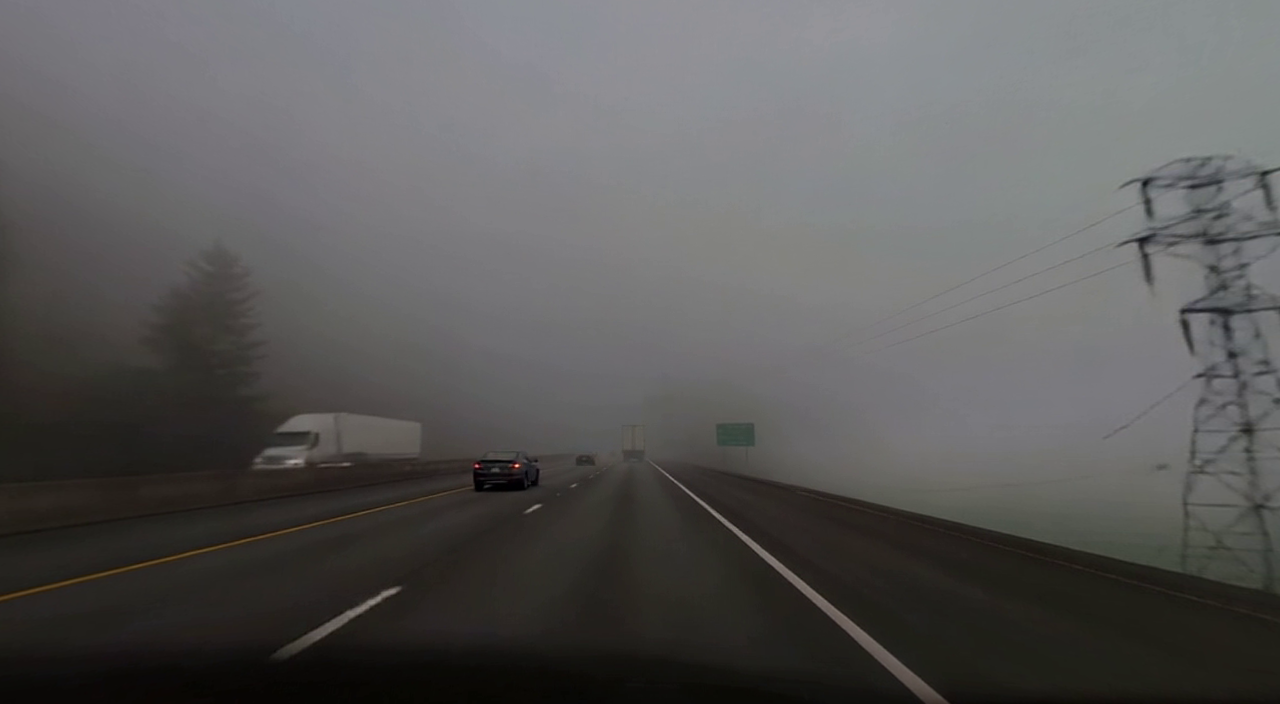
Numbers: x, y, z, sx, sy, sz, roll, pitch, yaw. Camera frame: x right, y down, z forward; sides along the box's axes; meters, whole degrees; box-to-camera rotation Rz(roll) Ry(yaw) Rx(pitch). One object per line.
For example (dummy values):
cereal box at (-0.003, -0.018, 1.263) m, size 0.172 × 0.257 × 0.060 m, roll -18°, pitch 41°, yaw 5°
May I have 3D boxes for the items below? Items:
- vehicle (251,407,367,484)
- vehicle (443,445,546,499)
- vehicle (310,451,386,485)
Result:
vehicle at (-18.196, 5.229, 35.266) m, size 2.947 × 3.887 × 6.339 m, roll 0°, pitch -9°, yaw 0°
vehicle at (-4.313, 3.641, 19.493) m, size 2.106 × 1.445 × 4.404 m, roll 0°, pitch -9°, yaw 0°
vehicle at (-13.299, 5.283, 28.960) m, size 1.729 × 1.449 × 3.652 m, roll 0°, pitch -9°, yaw 0°
